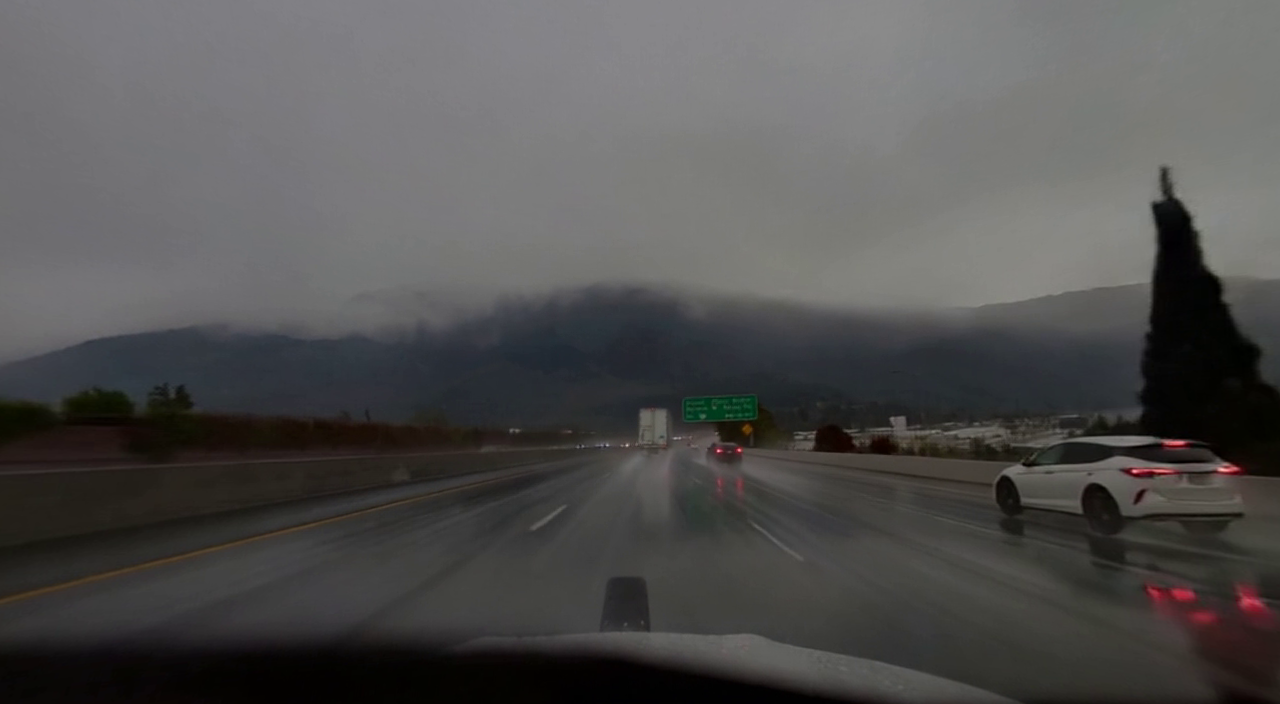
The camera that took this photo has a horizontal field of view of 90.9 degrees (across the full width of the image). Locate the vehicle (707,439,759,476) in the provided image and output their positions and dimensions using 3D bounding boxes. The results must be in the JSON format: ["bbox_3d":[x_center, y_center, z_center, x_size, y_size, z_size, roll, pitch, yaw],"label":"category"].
[{"bbox_3d":[4.310,4.940,29.750,1.880,1.624,3.941,0,-8,0],"label":"vehicle"}]

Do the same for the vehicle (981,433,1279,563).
[{"bbox_3d":[7.160,1.961,9.242,1.982,1.440,4.171,0,-8,0],"label":"vehicle"}]
